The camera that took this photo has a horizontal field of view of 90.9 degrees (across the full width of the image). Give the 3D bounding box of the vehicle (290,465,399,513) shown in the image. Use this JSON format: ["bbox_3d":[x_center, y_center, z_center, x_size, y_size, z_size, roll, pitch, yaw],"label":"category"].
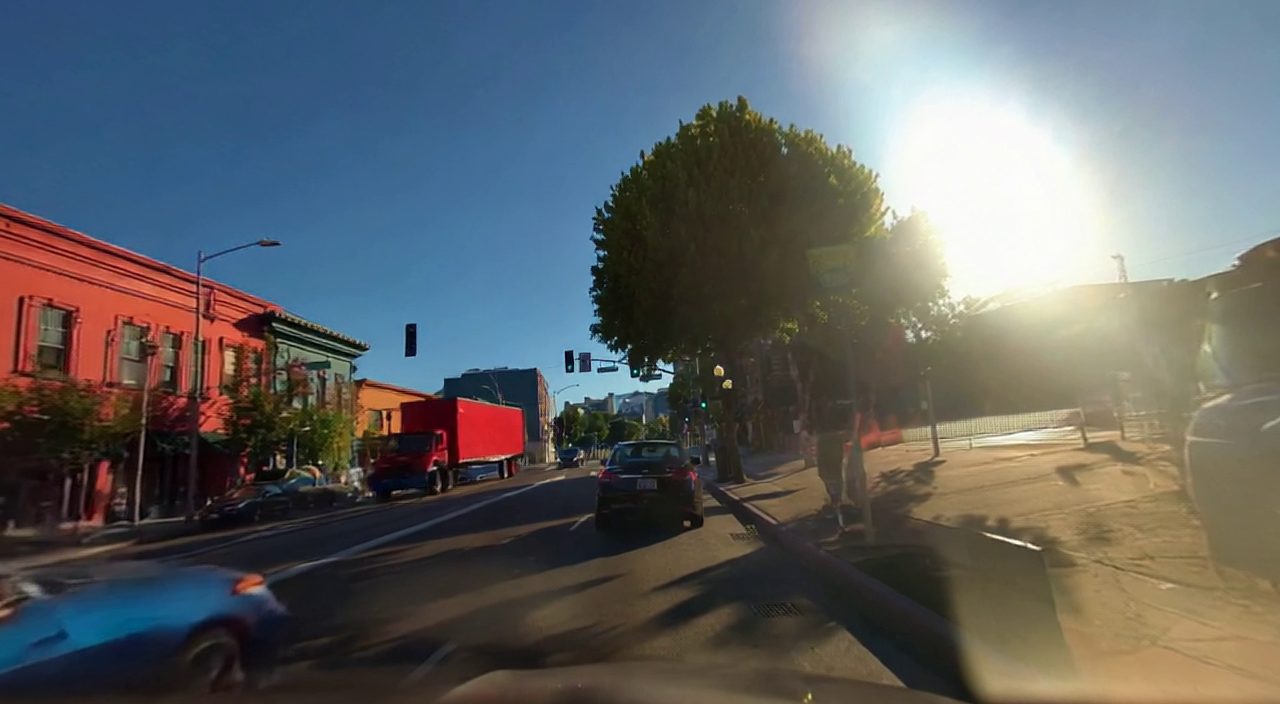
[{"bbox_3d":[-11.201,5.187,24.262,2.010,1.483,4.324,-1,-8,1],"label":"vehicle"}]

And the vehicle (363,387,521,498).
[{"bbox_3d":[-8.205,4.098,28.484,2.986,3.933,11.600,-1,-8,2],"label":"vehicle"}]

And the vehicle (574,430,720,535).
[{"bbox_3d":[0.141,2.173,11.076,2.094,1.478,3.922,0,-8,1],"label":"vehicle"}]

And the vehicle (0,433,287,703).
[{"bbox_3d":[-2.907,0.793,0.695,2.099,1.424,4.843,-1,-8,2],"label":"vehicle"}]
